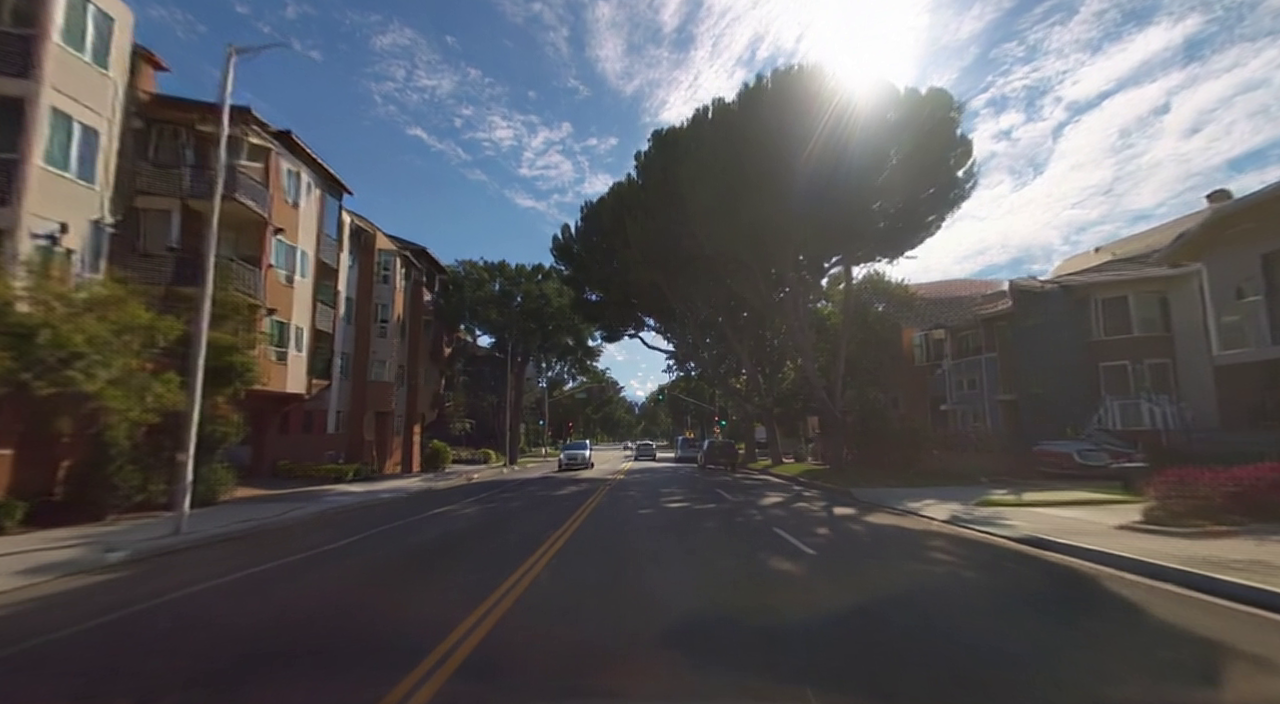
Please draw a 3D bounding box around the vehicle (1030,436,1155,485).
[{"bbox_3d":[17.928,4.293,25.212,1.831,1.778,3.787,1,-9,-8],"label":"vehicle"}]

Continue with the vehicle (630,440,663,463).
[{"bbox_3d":[0.364,6.614,42.170,2.097,1.463,4.043,0,-8,-1],"label":"vehicle"}]

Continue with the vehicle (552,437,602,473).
[{"bbox_3d":[-2.998,5.001,30.877,1.954,1.618,4.050,0,-8,1],"label":"vehicle"}]

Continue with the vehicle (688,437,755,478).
[{"bbox_3d":[3.205,4.263,25.836,2.078,1.488,4.741,0,-8,-1],"label":"vehicle"}]
